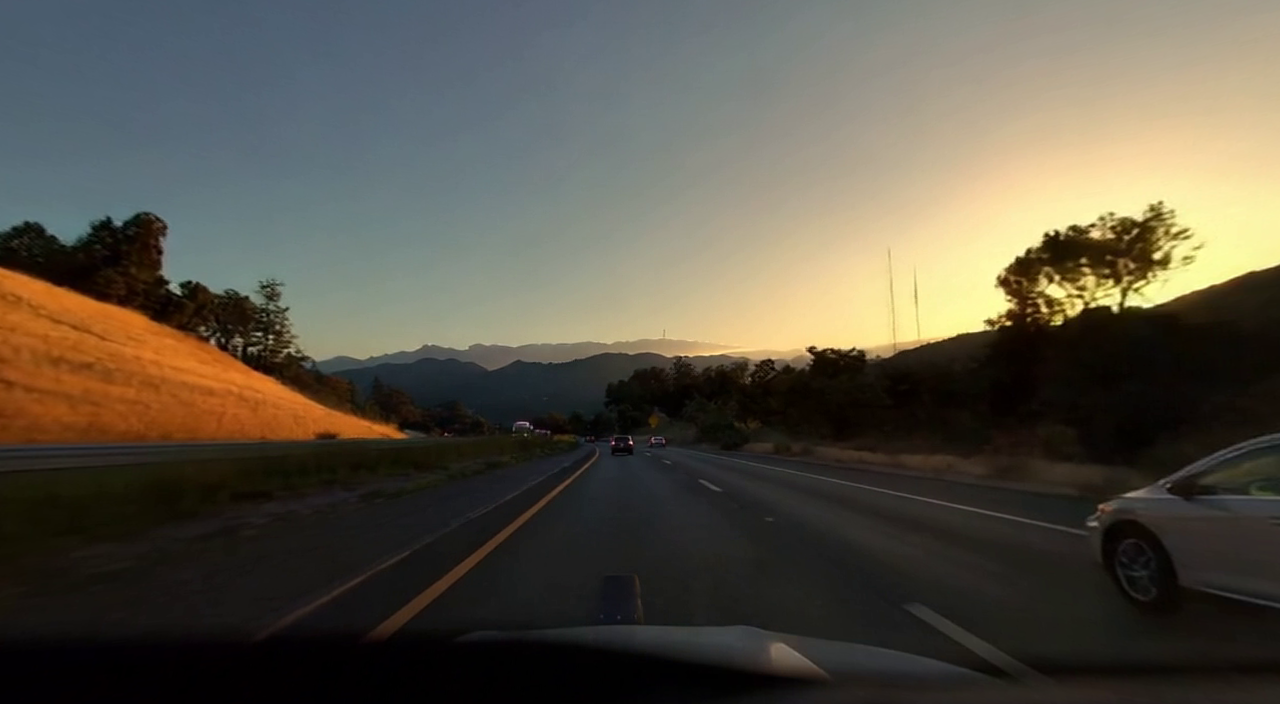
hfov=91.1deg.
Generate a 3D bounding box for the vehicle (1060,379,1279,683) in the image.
[{"bbox_3d":[4.145,0.858,2.861,1.852,1.513,3.652,0,-8,-1],"label":"vehicle"}]

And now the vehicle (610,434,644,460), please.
[{"bbox_3d":[-0.836,5.843,38.776,1.998,1.512,3.735,0,-8,-3],"label":"vehicle"}]
